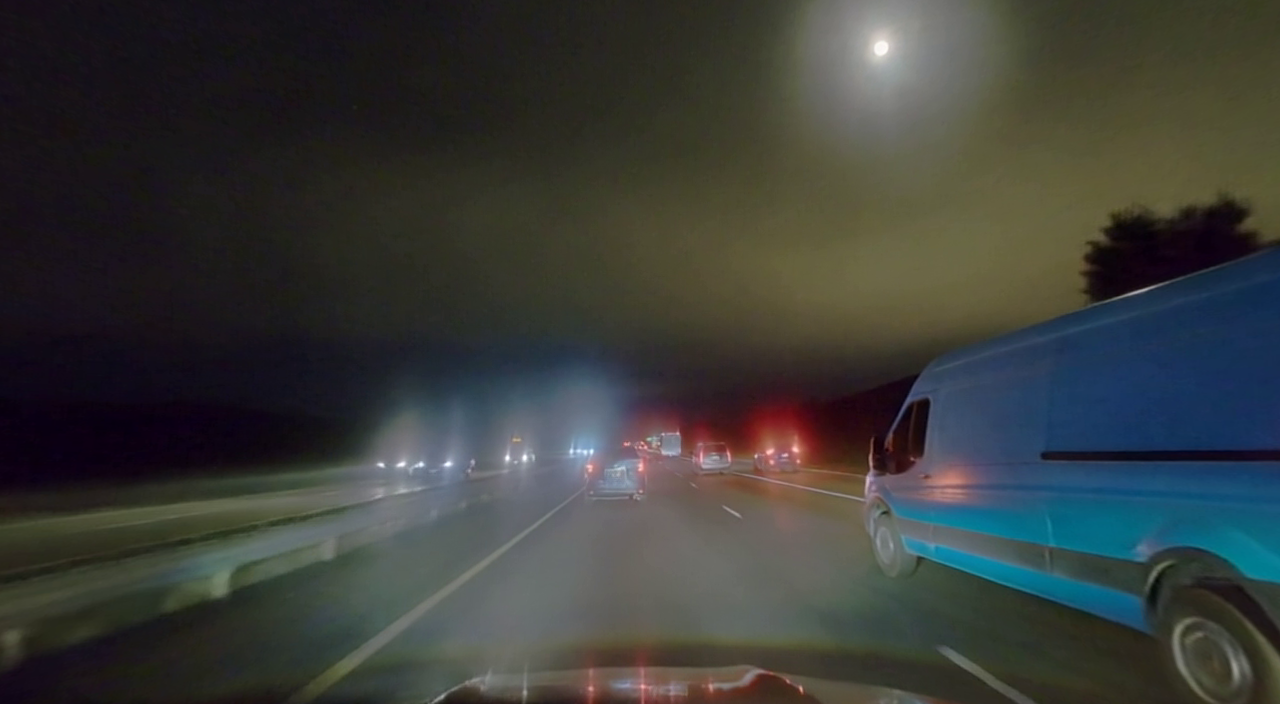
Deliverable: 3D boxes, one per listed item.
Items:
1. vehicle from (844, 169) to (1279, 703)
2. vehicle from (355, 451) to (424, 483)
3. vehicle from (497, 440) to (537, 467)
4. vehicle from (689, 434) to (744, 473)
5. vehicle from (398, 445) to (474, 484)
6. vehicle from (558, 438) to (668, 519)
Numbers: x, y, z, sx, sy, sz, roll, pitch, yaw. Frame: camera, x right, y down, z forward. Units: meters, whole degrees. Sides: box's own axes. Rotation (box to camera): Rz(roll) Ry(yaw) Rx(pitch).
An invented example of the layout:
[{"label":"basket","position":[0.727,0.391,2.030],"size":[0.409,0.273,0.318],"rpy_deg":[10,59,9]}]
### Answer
[{"label":"vehicle","position":[3.798,0.799,4.733],"size":[2.399,2.421,5.829],"rpy_deg":[0,-9,-1]},{"label":"vehicle","position":[-12.747,5.861,32.167],"size":[1.853,1.507,4.226],"rpy_deg":[0,-9,-1]},{"label":"vehicle","position":[-9.335,7.743,47.950],"size":[2.106,1.959,4.715],"rpy_deg":[0,-9,0]},{"label":"vehicle","position":[4.102,5.575,34.425],"size":[2.261,1.952,4.784],"rpy_deg":[0,-9,-1]},{"label":"vehicle","position":[-8.986,4.997,28.048],"size":[1.984,1.571,4.292],"rpy_deg":[0,-9,-1]},{"label":"vehicle","position":[-0.521,2.637,13.530],"size":[2.029,1.483,3.769],"rpy_deg":[0,-9,0]}]
